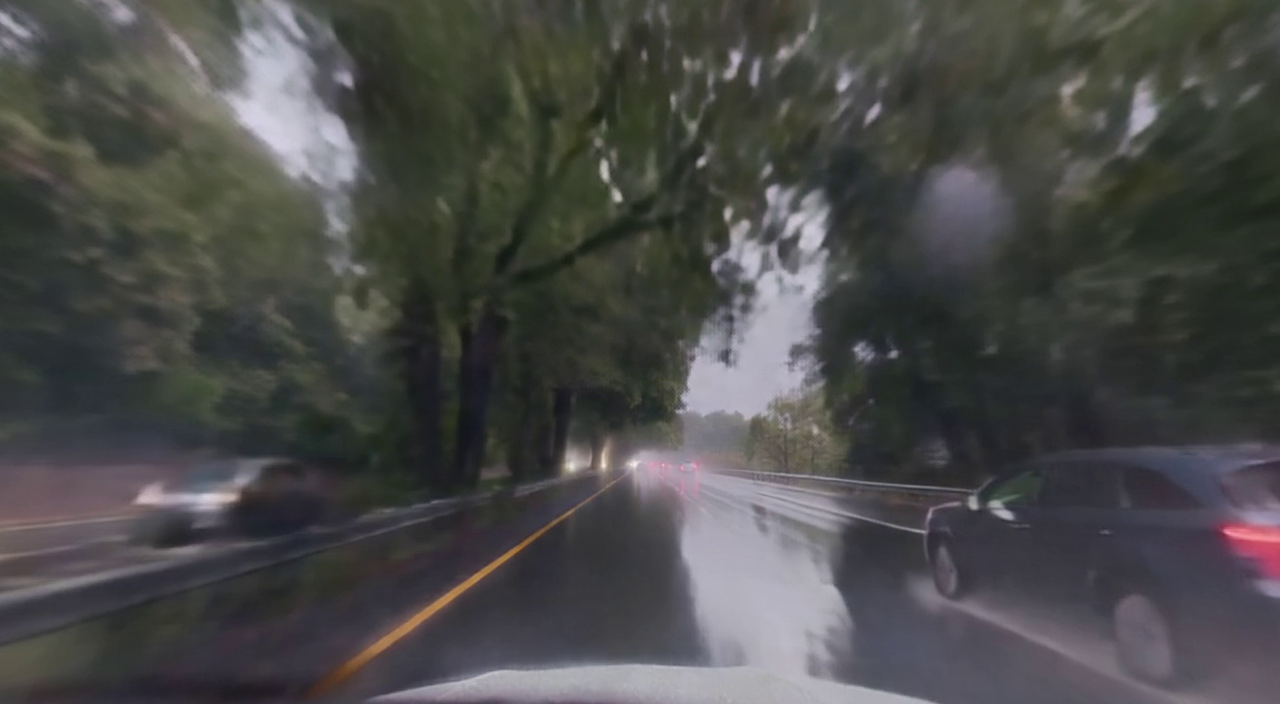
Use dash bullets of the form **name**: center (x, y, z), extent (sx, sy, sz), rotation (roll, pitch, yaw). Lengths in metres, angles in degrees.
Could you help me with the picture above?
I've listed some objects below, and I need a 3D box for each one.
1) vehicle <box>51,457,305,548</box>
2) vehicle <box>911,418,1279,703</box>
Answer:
- **vehicle**: center (-8.674, 2.837, 12.379), extent (1.924, 1.440, 3.945), rotation (1, -10, 0)
- **vehicle**: center (3.684, 1.355, 4.374), extent (1.825, 1.494, 3.959), rotation (1, -10, 0)
